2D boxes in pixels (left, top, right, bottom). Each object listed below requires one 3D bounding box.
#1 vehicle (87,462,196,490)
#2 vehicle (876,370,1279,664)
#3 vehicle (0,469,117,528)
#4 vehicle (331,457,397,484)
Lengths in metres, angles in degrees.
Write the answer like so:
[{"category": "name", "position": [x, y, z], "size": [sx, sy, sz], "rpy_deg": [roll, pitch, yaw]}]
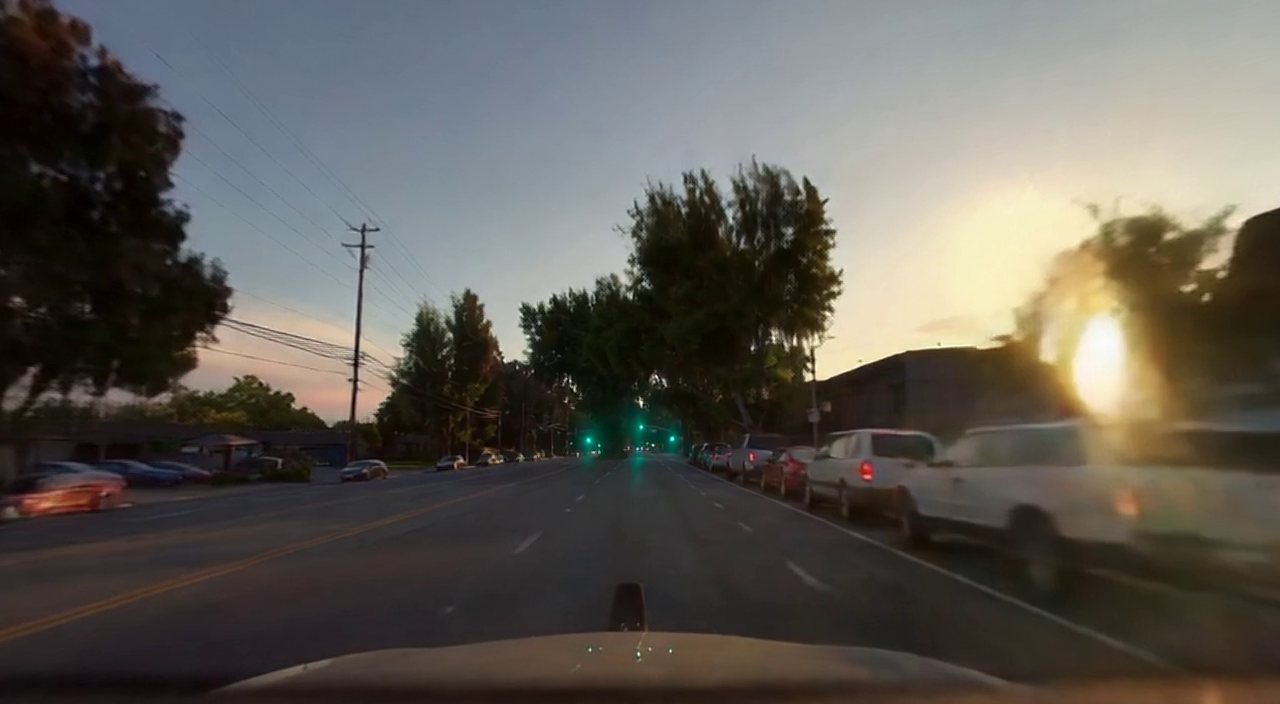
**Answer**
[{"category": "vehicle", "position": [-28.098, 6.979, 35.691], "size": [4.532, 1.456, 1.853], "rpy_deg": [0, -9, 0]}, {"category": "vehicle", "position": [4.521, 1.415, 6.589], "size": [2.078, 1.837, 5.088], "rpy_deg": [0, -9, 0]}, {"category": "vehicle", "position": [-17.650, 4.168, 17.972], "size": [1.831, 1.428, 4.456], "rpy_deg": [-3, -9, -1]}, {"category": "vehicle", "position": [-17.572, 7.542, 40.506], "size": [2.039, 1.508, 4.613], "rpy_deg": [-1, -9, 1]}]
